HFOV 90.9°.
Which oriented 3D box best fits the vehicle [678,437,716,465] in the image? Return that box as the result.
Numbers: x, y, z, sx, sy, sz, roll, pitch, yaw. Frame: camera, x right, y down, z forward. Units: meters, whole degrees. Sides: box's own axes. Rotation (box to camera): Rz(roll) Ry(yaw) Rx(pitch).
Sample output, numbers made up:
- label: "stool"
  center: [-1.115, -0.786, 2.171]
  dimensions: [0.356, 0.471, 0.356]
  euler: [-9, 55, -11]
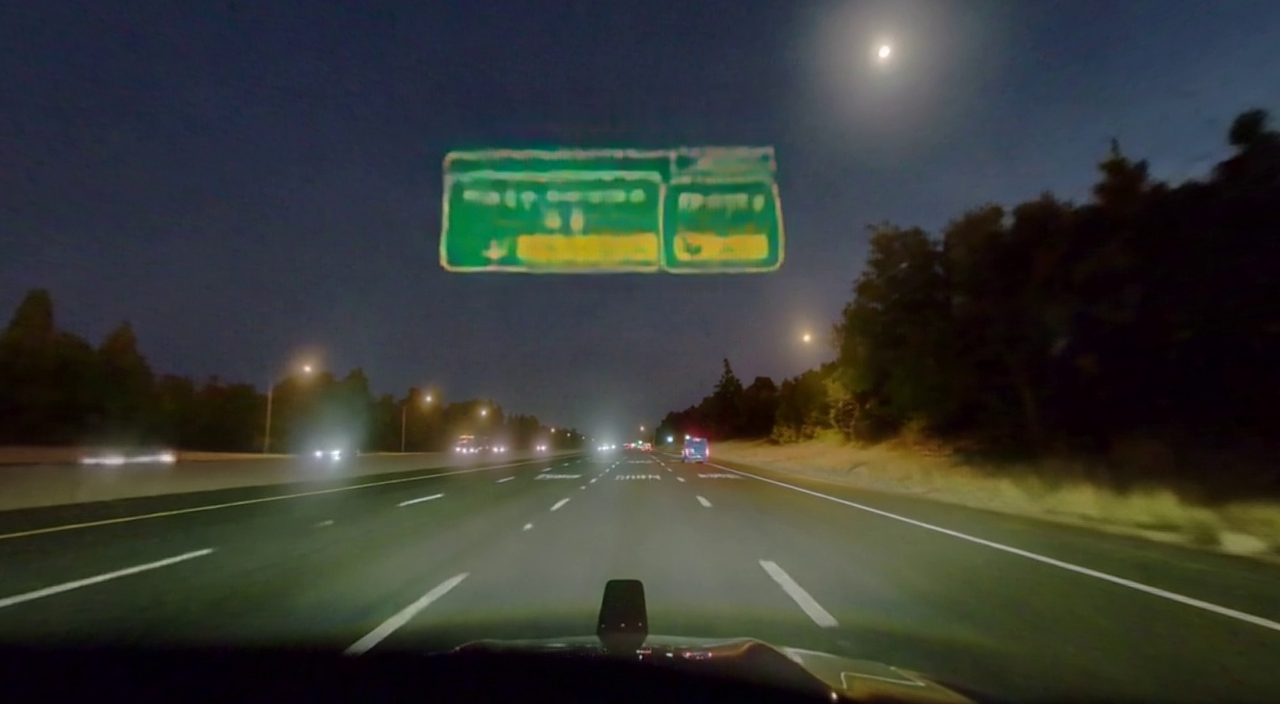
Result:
- label: "vehicle"
  center: [4.115, 7.202, 46.141]
  dimensions: [2.172, 1.930, 4.879]
  euler: [0, -8, -2]

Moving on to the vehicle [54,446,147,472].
- label: "vehicle"
  center: [-33.035, 6.528, 38.801]
  dimensions: [1.864, 1.460, 4.330]
  euler: [0, -8, 0]
